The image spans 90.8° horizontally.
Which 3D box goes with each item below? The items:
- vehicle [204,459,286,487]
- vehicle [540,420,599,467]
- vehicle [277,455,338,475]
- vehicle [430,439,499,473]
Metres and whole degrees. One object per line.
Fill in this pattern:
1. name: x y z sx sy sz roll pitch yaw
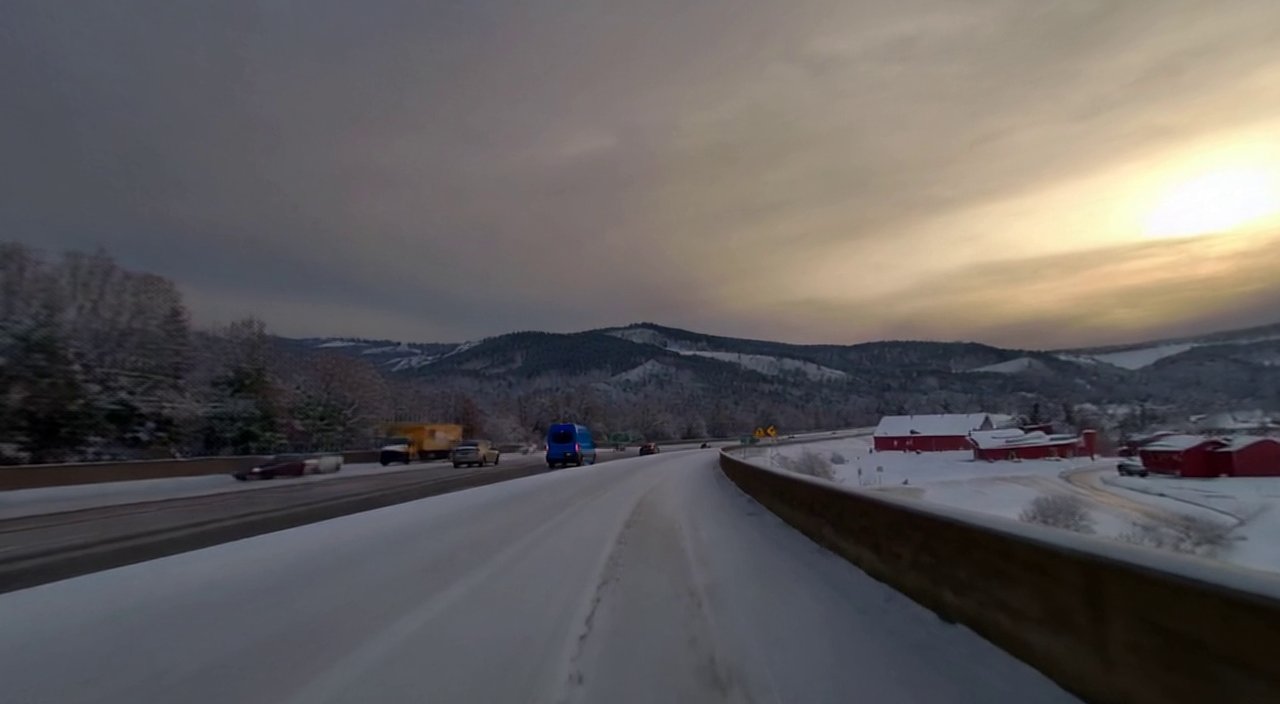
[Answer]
1. vehicle: -23.739 7.271 38.164 1.810 1.457 4.410 -1 -9 5
2. vehicle: -4.292 5.778 39.698 2.314 2.703 6.441 -1 -9 6
3. vehicle: -26.021 8.832 49.601 1.920 1.475 4.695 -1 -9 6
4. vehicle: -8.648 5.153 31.475 1.821 1.524 4.342 -1 -9 6
